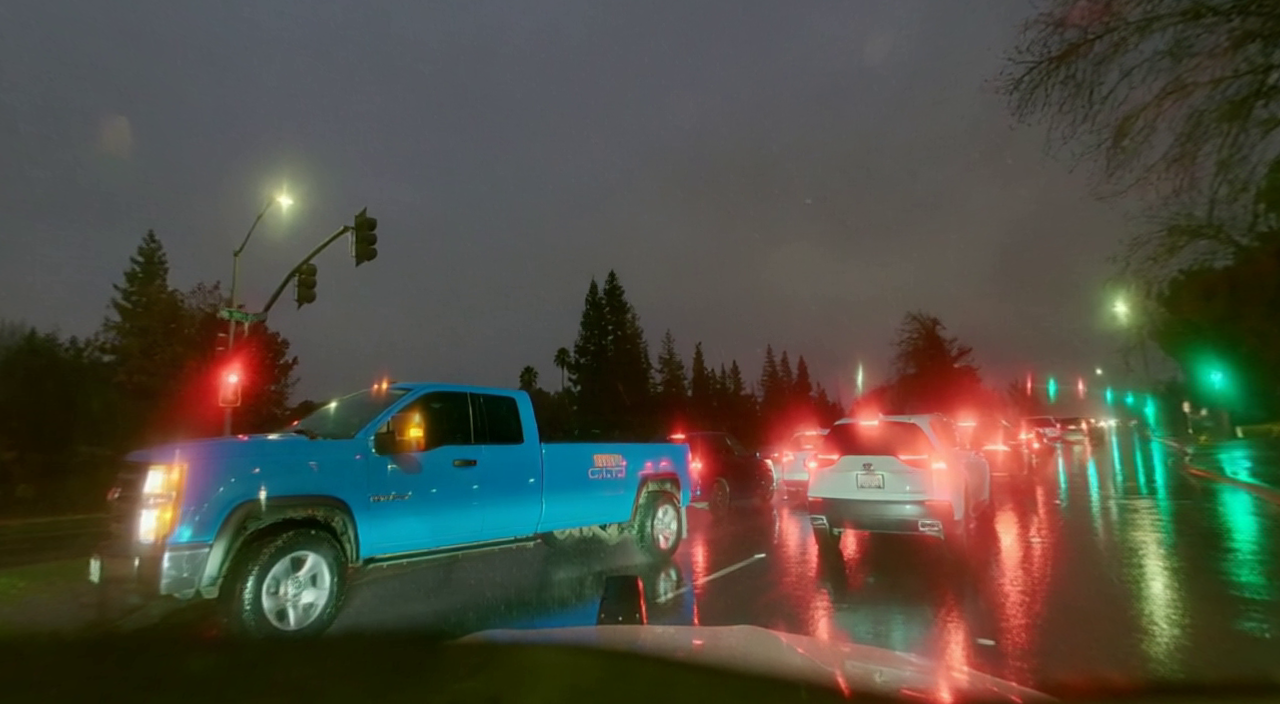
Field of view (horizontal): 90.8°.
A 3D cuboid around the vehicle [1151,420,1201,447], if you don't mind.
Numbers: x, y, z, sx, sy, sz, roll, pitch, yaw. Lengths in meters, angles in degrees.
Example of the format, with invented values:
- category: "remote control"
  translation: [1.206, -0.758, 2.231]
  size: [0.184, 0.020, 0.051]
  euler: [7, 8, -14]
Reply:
- category: "vehicle"
  translation: [35.764, 5.488, 42.193]
  size: [2.183, 1.714, 4.491]
  euler: [-6, -11, 37]

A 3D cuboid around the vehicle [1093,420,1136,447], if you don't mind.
- category: "vehicle"
  translation: [32.793, 5.678, 43.726]
  size: [2.160, 1.790, 4.303]
  euler: [-6, -10, 35]

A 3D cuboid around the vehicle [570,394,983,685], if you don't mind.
- category: "vehicle"
  translation: [1.715, 1.379, 5.987]
  size: [2.027, 1.549, 4.801]
  euler: [-6, -10, 35]

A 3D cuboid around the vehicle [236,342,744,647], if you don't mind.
- category: "vehicle"
  translation: [-0.869, 1.401, 7.471]
  size: [2.272, 2.016, 6.146]
  euler: [-4, -10, 27]
